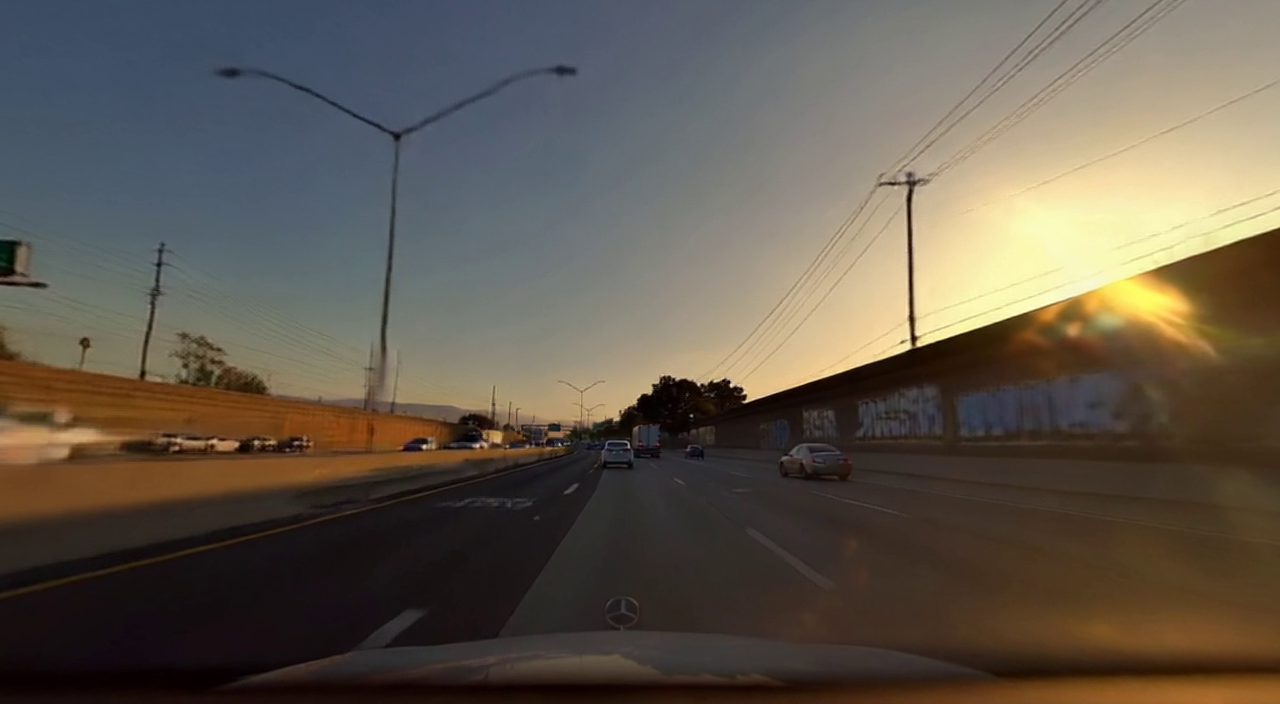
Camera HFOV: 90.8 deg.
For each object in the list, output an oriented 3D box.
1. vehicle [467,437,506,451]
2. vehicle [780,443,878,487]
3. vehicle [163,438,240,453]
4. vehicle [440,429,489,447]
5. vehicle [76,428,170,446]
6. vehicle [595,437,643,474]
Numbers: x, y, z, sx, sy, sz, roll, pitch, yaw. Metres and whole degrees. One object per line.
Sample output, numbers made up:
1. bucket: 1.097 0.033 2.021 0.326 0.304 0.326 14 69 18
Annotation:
1. vehicle: -11.091 6.723 45.917 1.884 0.990 3.895 0 -9 0
2. vehicle: 6.908 4.161 23.680 2.018 1.451 4.762 0 -9 -3
3. vehicle: -32.014 6.845 46.255 4.477 1.085 1.982 5 -10 -32
4. vehicle: -11.451 5.673 41.552 2.021 1.111 4.395 0 -9 -1
5. vehicle: -32.269 5.338 39.607 4.287 1.030 2.050 5 -10 -31
6. vehicle: -1.010 5.005 30.699 2.191 1.685 3.353 0 -9 -2
